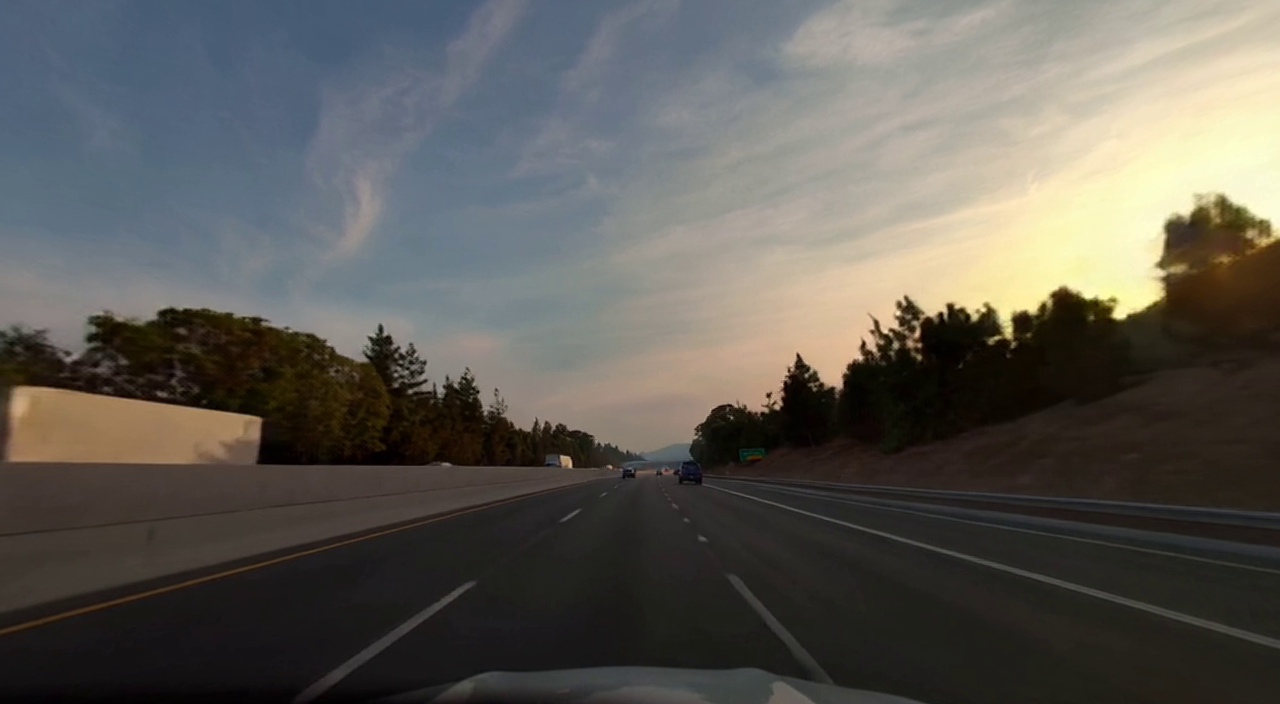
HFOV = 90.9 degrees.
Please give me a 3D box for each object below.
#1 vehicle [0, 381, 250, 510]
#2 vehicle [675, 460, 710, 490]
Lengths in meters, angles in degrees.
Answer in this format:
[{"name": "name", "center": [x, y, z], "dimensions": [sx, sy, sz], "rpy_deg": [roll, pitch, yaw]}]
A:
[{"name": "vehicle", "center": [-21.929, 3.976, 25.607], "dimensions": [2.901, 4.051, 14.203], "rpy_deg": [1, -10, 1]}, {"name": "vehicle", "center": [3.651, 8.647, 44.526], "dimensions": [2.093, 1.933, 4.623], "rpy_deg": [1, -10, 0]}]
